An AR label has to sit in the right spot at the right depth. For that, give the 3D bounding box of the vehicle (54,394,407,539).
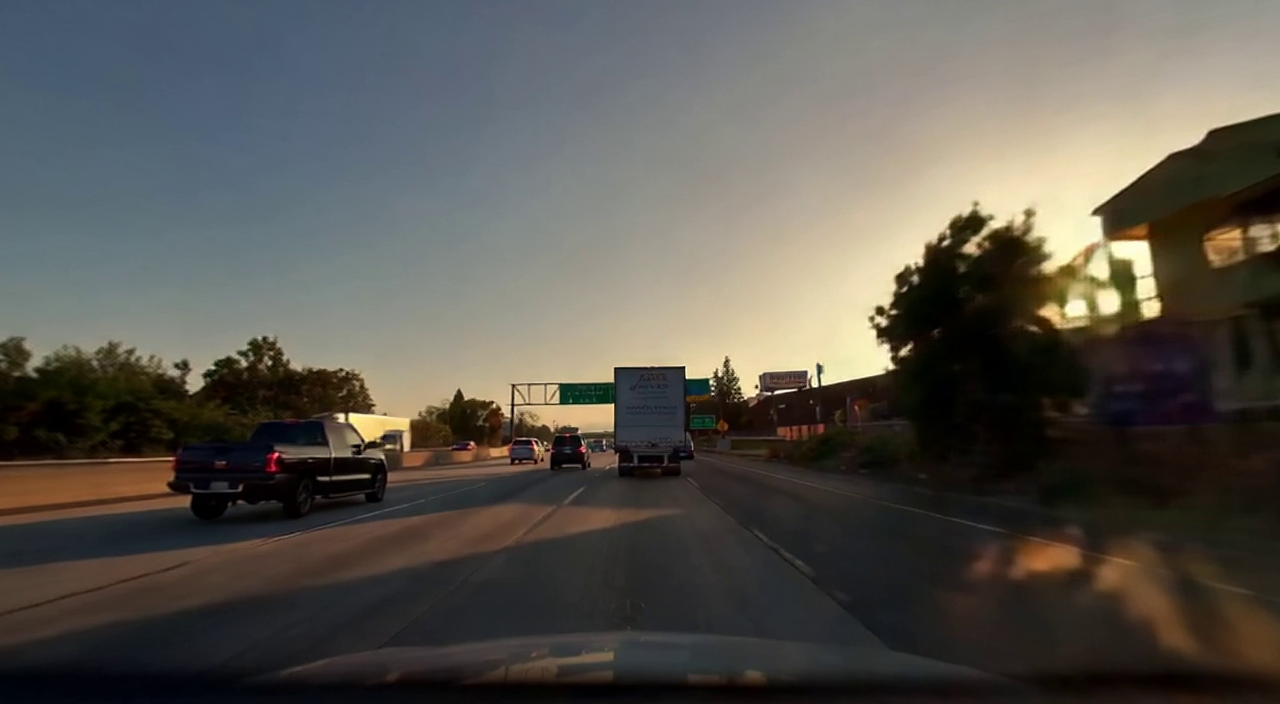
[{"bbox_3d":[-6.745,2.019,11.701,2.479,1.978,5.952,0,-9,1],"label":"vehicle"}]

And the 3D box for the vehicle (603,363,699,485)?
[{"bbox_3d":[0.298,2.953,24.479,2.941,3.794,9.851,0,-9,0],"label":"vehicle"}]

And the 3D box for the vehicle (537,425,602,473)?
[{"bbox_3d":[-3.233,4.682,30.559,2.379,2.075,6.169,0,-9,1],"label":"vehicle"}]
